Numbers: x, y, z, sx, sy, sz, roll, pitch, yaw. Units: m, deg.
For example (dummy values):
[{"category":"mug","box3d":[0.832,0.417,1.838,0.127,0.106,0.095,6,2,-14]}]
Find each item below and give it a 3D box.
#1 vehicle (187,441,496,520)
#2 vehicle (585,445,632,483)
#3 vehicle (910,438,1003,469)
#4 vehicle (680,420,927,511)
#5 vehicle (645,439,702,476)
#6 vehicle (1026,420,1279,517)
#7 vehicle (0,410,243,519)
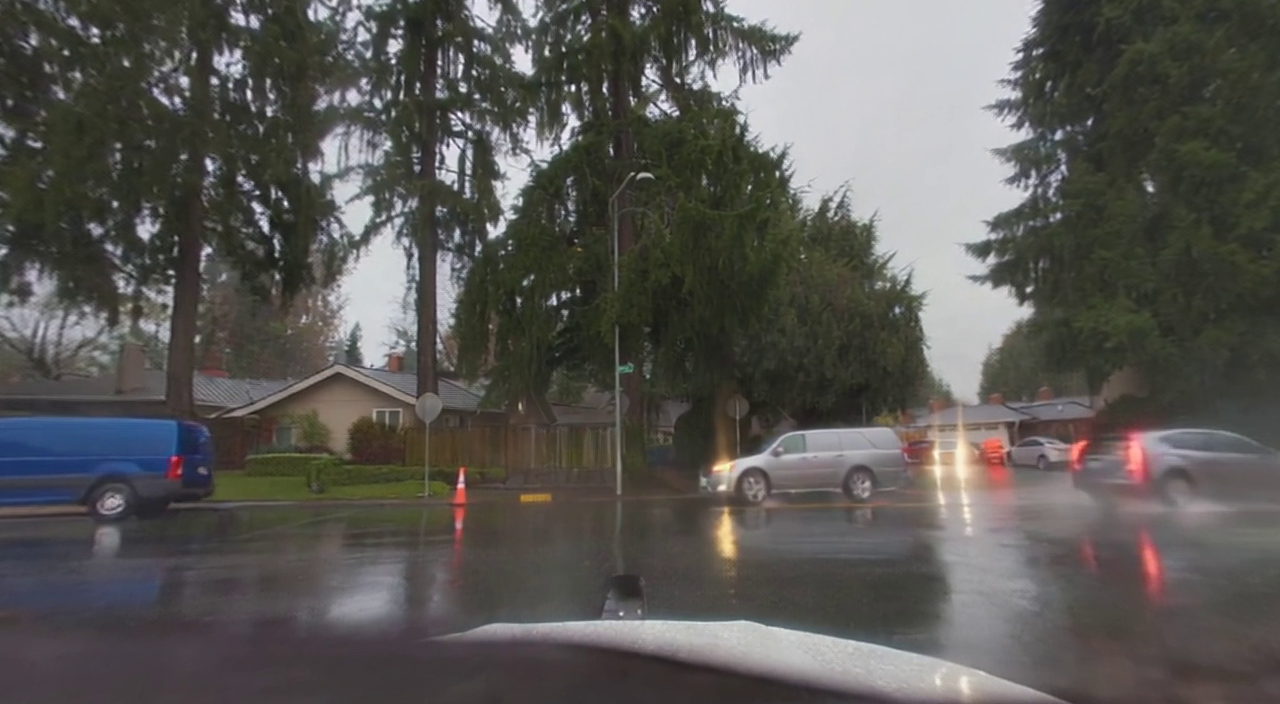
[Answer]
[{"category":"vehicle","box3d":[-7.331,3.255,16.533,6.643,1.777,2.925,1,-9,-7]},{"category":"vehicle","box3d":[-1.416,4.711,26.861,1.648,1.430,3.654,4,-9,-7]},{"category":"vehicle","box3d":[20.758,6.653,41.579,4.984,1.912,2.132,1,-9,-7]},{"category":"vehicle","box3d":[3.637,2.565,14.600,5.047,1.851,2.103,1,-9,-10]},{"category":"vehicle","box3d":[1.384,4.557,27.592,1.745,1.461,4.074,1,-9,-8]},{"category":"vehicle","box3d":[10.101,2.084,11.635,4.684,1.556,2.087,1,-9,-7]},{"category":"vehicle","box3d":[-14.897,2.878,15.792,7.824,2.323,2.863,-1,-10,-5]}]
